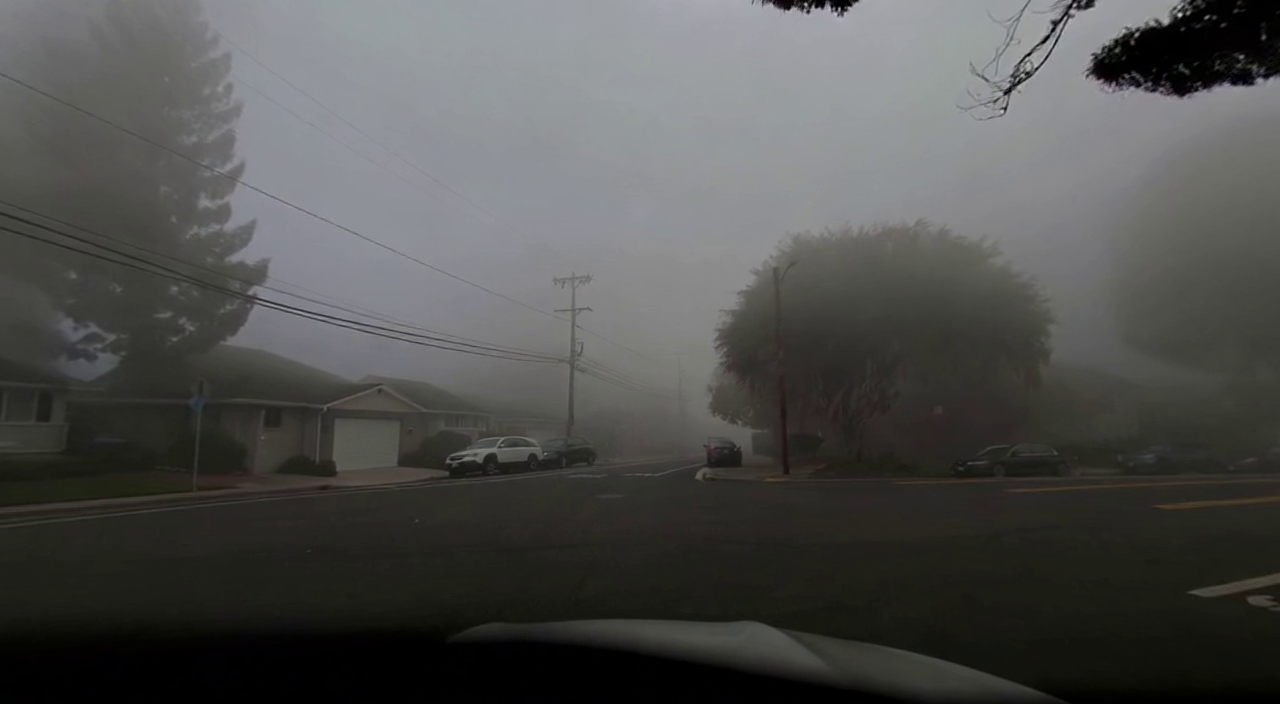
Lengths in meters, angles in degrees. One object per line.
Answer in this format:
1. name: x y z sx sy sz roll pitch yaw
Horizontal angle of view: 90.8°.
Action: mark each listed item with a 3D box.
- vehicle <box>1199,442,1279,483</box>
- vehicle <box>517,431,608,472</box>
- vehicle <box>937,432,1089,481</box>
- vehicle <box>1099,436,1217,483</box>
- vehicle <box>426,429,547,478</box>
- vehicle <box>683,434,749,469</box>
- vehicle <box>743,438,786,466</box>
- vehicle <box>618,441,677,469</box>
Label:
1. vehicle: 29.819 5.262 30.406 5.499 1.837 2.089 4 -9 -24
2. vehicle: -3.936 5.212 33.316 2.283 1.909 5.692 -4 -9 21
3. vehicle: 13.927 3.973 23.615 5.197 1.431 2.136 7 -13 -22
4. vehicle: 22.182 4.558 27.047 4.414 1.837 1.937 3 -9 -23
5. vehicle: -6.457 4.394 27.514 2.152 1.877 5.701 -4 -9 21
6. vehicle: 3.858 4.935 31.501 1.981 1.579 4.446 -4 -9 24
7. vehicle: 8.250 6.568 41.661 1.989 1.683 3.918 -4 -9 22
8. vehicle: 0.614 7.273 44.791 2.287 1.830 5.343 -4 -9 23
